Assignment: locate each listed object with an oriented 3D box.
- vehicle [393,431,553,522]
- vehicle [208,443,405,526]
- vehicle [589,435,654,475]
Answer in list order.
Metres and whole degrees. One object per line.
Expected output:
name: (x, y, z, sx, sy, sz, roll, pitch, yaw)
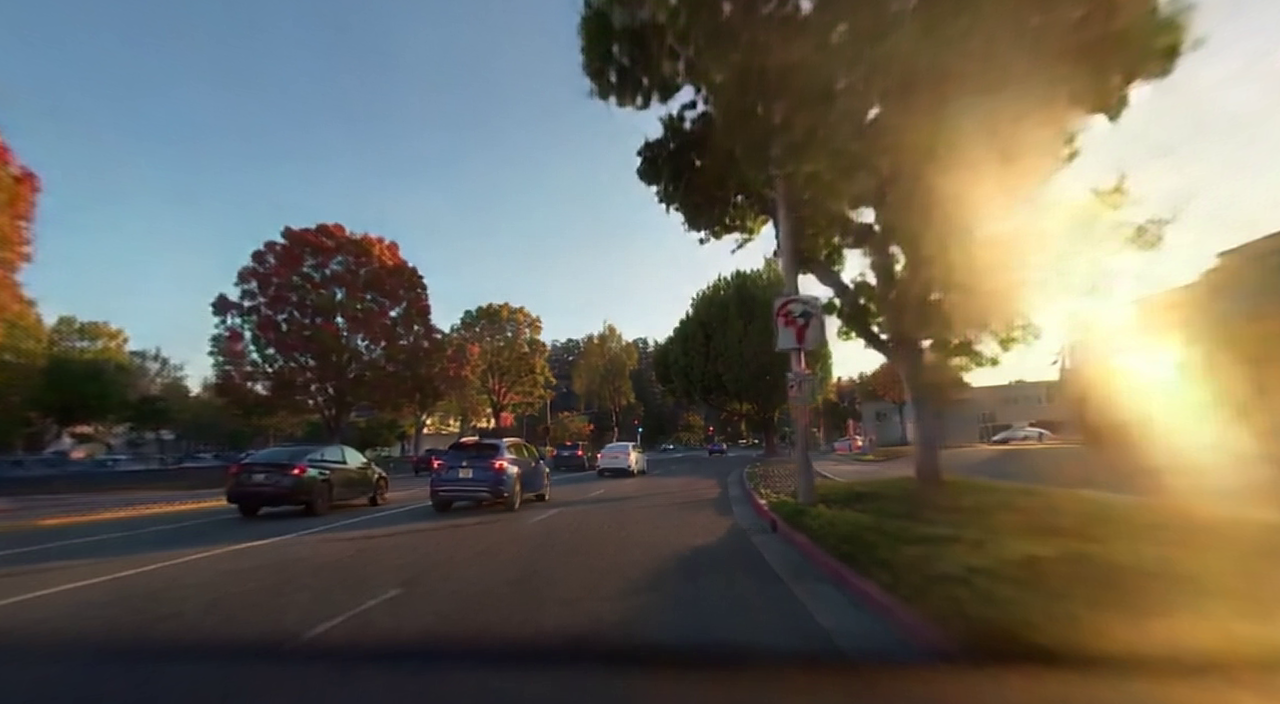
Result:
vehicle: (-3.406, 2.617, 13.869, 2.002, 1.664, 4.113, -1, -9, 6)
vehicle: (-7.163, 2.838, 14.140, 1.974, 1.558, 3.949, -1, -9, 6)
vehicle: (-0.799, 5.062, 31.297, 2.167, 1.832, 4.679, -2, -9, 12)
